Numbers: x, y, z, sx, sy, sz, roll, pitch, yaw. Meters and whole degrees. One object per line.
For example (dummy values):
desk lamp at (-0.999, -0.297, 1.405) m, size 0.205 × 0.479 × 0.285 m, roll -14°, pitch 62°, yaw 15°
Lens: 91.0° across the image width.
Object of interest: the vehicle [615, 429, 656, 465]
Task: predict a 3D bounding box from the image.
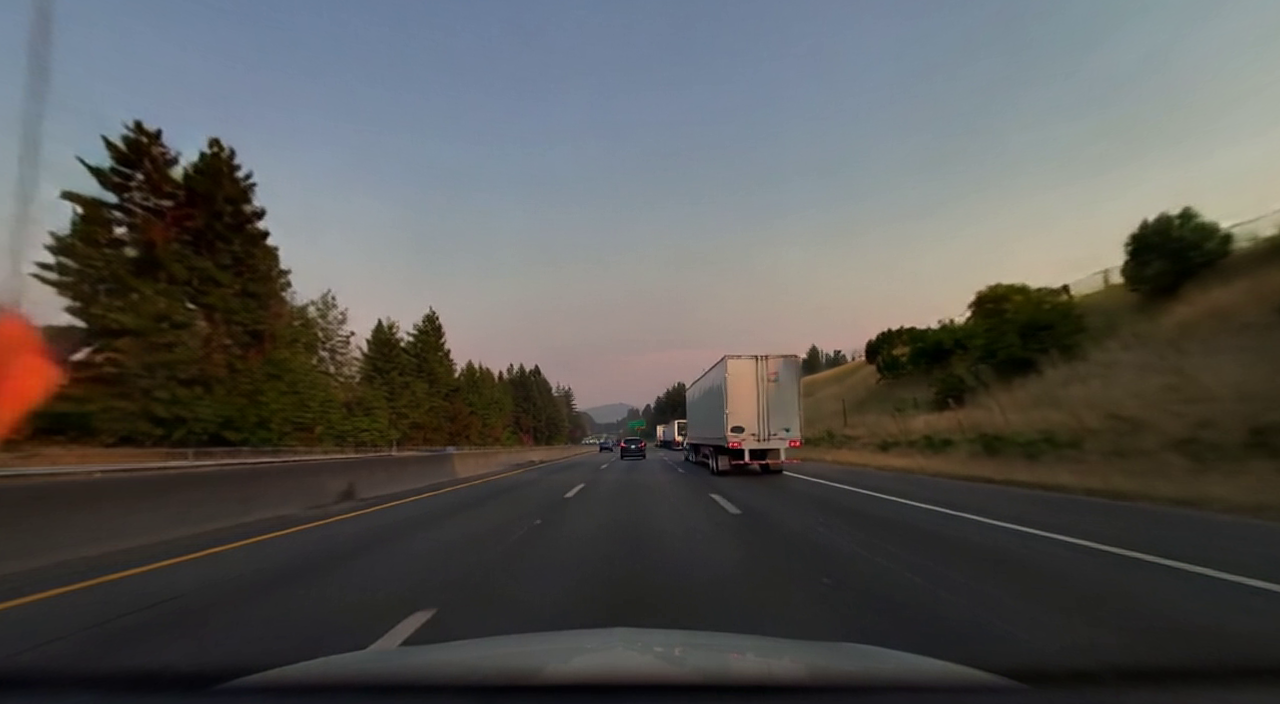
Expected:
vehicle at (-0.281, 5.527, 36.580) m, size 2.211 × 1.933 × 4.315 m, roll 0°, pitch -8°, yaw -1°

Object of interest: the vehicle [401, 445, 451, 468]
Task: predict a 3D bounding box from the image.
vehicle at (-15.167, 7.456, 44.968) m, size 2.039 × 1.495 × 4.750 m, roll 0°, pitch -8°, yaw -2°

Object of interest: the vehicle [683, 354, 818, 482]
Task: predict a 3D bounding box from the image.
vehicle at (4.064, 3.143, 27.631) m, size 3.005 × 4.121 × 14.417 m, roll 0°, pitch -8°, yaw -1°
